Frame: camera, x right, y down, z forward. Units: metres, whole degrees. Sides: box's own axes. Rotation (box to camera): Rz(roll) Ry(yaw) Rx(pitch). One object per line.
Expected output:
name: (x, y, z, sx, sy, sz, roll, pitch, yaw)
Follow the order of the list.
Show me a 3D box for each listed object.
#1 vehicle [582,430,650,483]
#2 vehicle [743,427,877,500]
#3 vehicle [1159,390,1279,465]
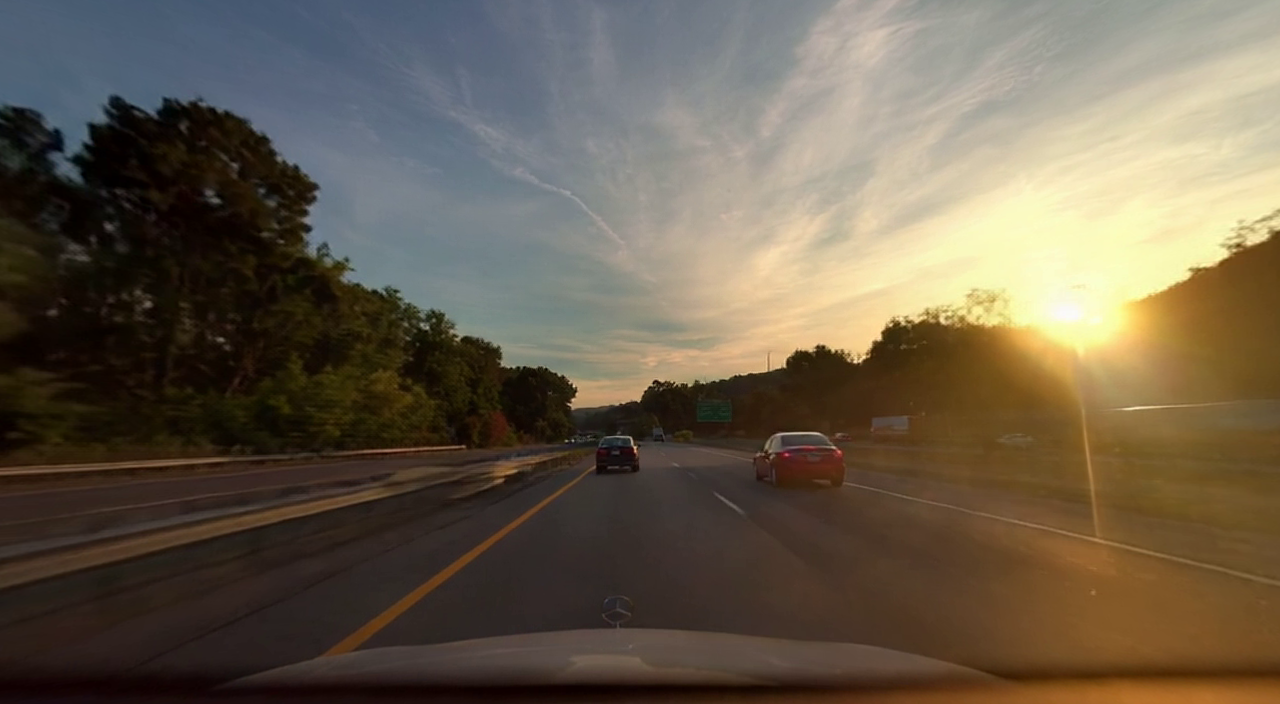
vehicle: (-0.673, 3.198, 19.619, 1.897, 1.479, 3.724, 0, -8, 0)
vehicle: (3.935, 2.633, 15.430, 2.010, 1.508, 4.285, 0, -8, -1)
vehicle: (33.617, 4.118, 34.069, 2.989, 3.754, 9.173, 1, -7, -1)
